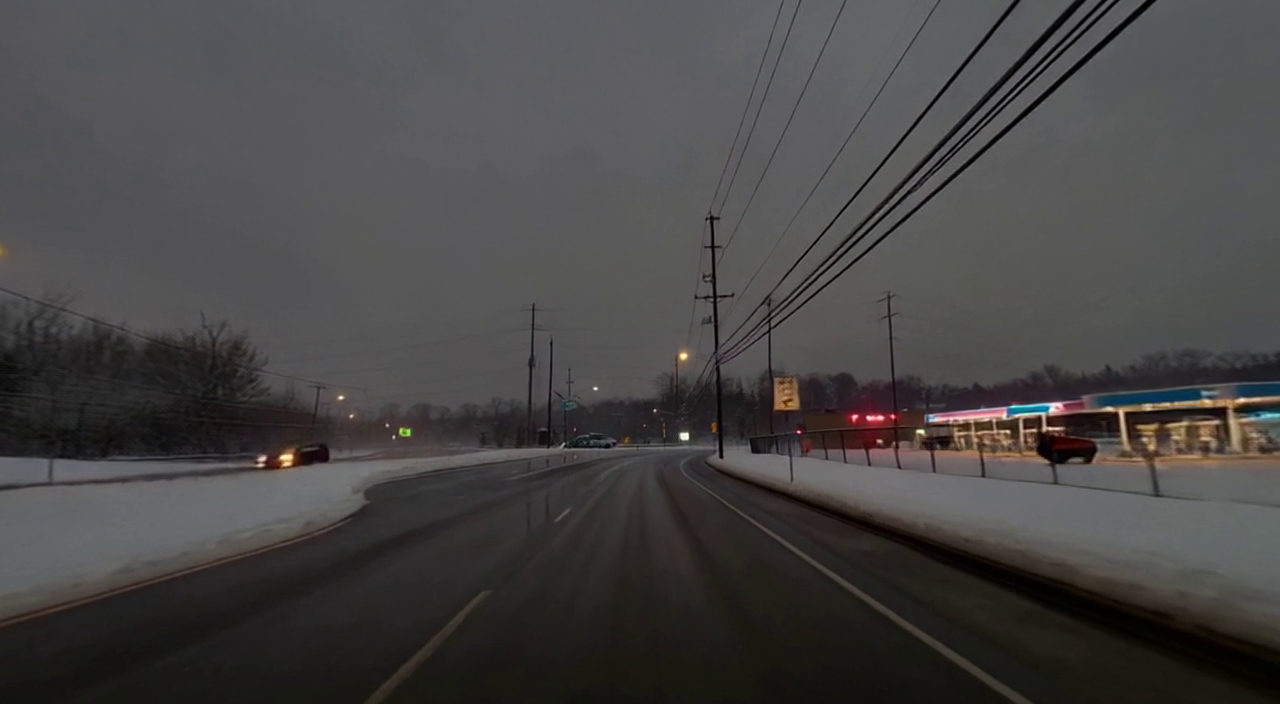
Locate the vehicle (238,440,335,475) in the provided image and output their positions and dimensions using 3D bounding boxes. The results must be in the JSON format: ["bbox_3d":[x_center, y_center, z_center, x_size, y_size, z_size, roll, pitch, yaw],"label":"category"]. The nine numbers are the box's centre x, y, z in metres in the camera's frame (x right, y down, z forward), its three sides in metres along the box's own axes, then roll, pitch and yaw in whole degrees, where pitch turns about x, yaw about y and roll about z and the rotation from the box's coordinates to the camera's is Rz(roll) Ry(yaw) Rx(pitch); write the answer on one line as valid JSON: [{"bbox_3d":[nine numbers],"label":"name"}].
[{"bbox_3d":[-17.552,5.243,31.560,2.011,1.646,4.522,-1,-8,4],"label":"vehicle"}]
